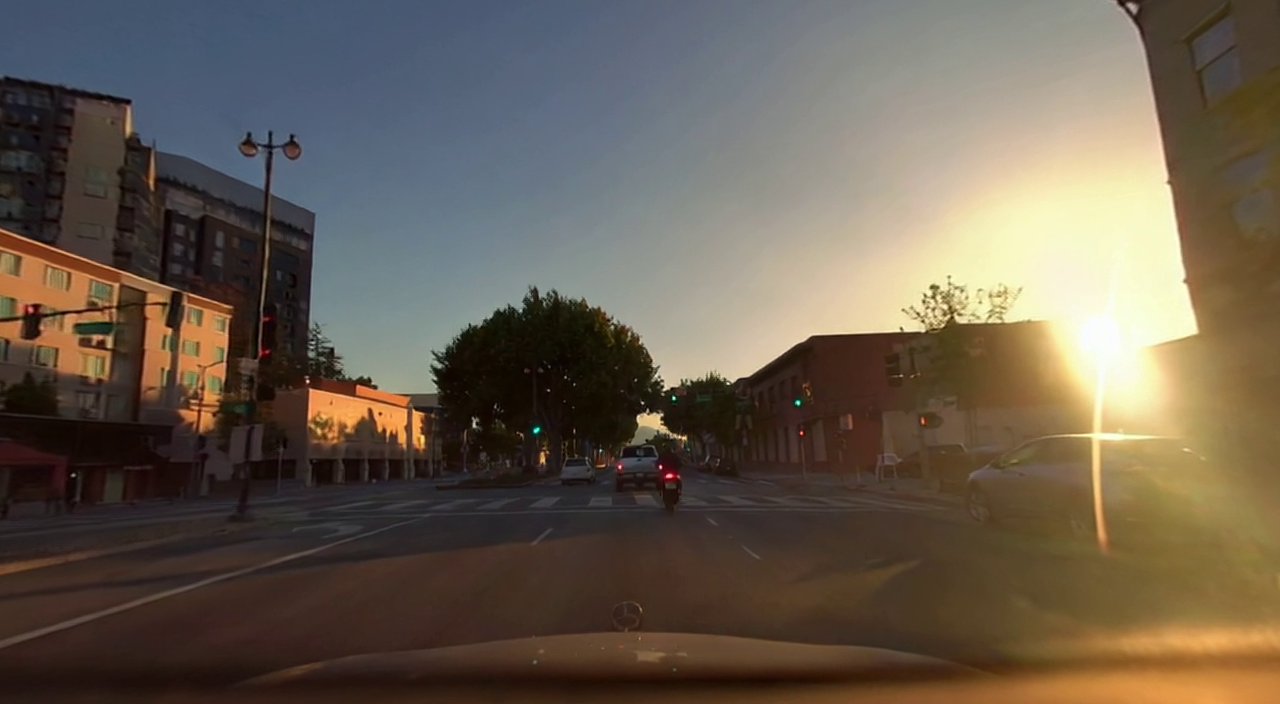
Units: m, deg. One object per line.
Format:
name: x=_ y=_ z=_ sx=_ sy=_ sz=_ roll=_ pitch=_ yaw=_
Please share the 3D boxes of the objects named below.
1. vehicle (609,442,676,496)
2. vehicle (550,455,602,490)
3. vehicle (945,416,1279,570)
vehicle: x=0.019 y=4.223 z=23.245 sx=2.223 sy=1.775 sz=4.250 roll=0 pitch=-9 yaw=-2
vehicle: x=-3.001 y=5.725 z=30.345 sx=2.014 sy=1.470 sz=4.552 roll=0 pitch=-9 yaw=0
vehicle: x=7.163 y=2.028 z=9.974 sx=2.018 sy=1.772 sz=4.968 roll=0 pitch=-9 yaw=-2
